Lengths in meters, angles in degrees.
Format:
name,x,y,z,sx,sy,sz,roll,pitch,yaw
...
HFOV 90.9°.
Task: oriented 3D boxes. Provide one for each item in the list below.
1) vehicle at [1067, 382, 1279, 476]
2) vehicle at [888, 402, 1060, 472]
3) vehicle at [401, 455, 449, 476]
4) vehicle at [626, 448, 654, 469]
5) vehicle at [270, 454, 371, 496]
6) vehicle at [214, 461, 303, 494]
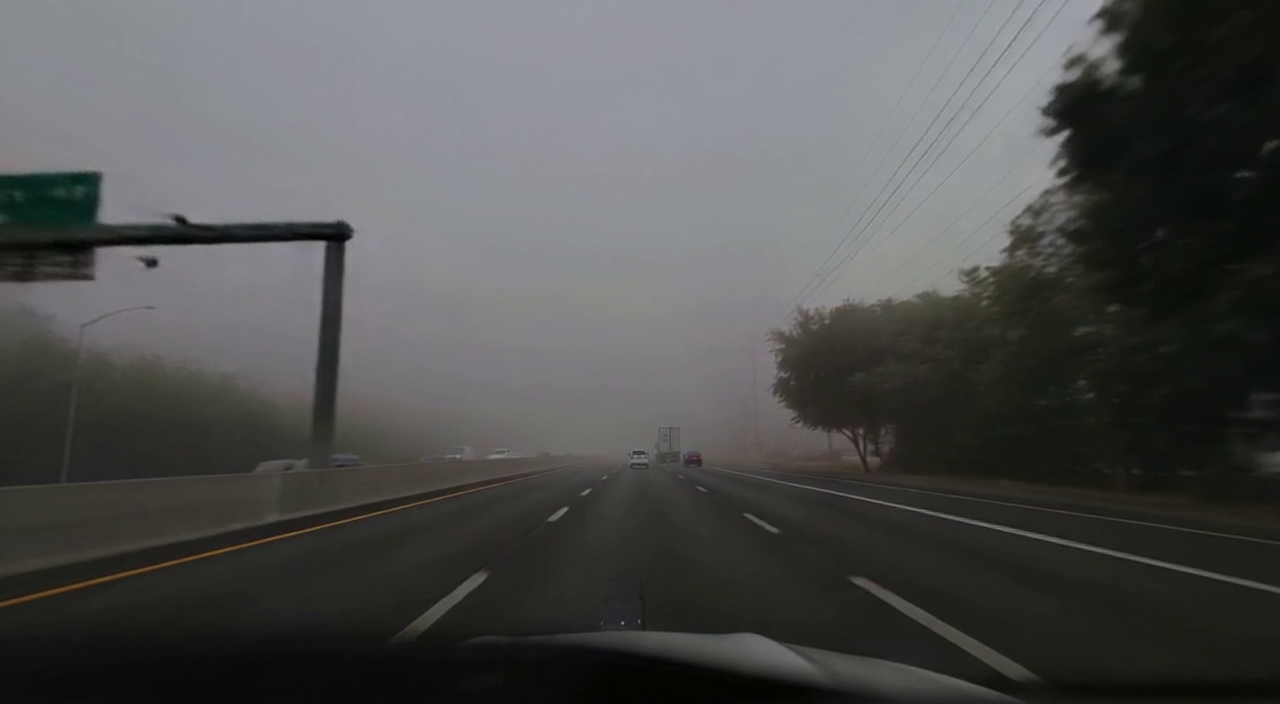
name,x,y,z,sx,sy,sz,roll,pitch,yaw
vehicle,31.660,4.744,37.125,3.055,4.465,14.288,0,-9,1
vehicle,23.806,6.534,47.202,2.915,4.218,17.329,0,-9,-2
vehicle,-15.798,8.345,46.598,1.876,1.435,4.433,-1,-9,2
vehicle,-0.016,8.221,48.768,2.111,1.599,3.859,0,-9,0
vehicle,-11.800,4.546,23.557,1.741,1.402,3.772,0,-9,1
vehicle,-19.379,6.357,32.279,1.806,1.470,4.392,0,-9,0
